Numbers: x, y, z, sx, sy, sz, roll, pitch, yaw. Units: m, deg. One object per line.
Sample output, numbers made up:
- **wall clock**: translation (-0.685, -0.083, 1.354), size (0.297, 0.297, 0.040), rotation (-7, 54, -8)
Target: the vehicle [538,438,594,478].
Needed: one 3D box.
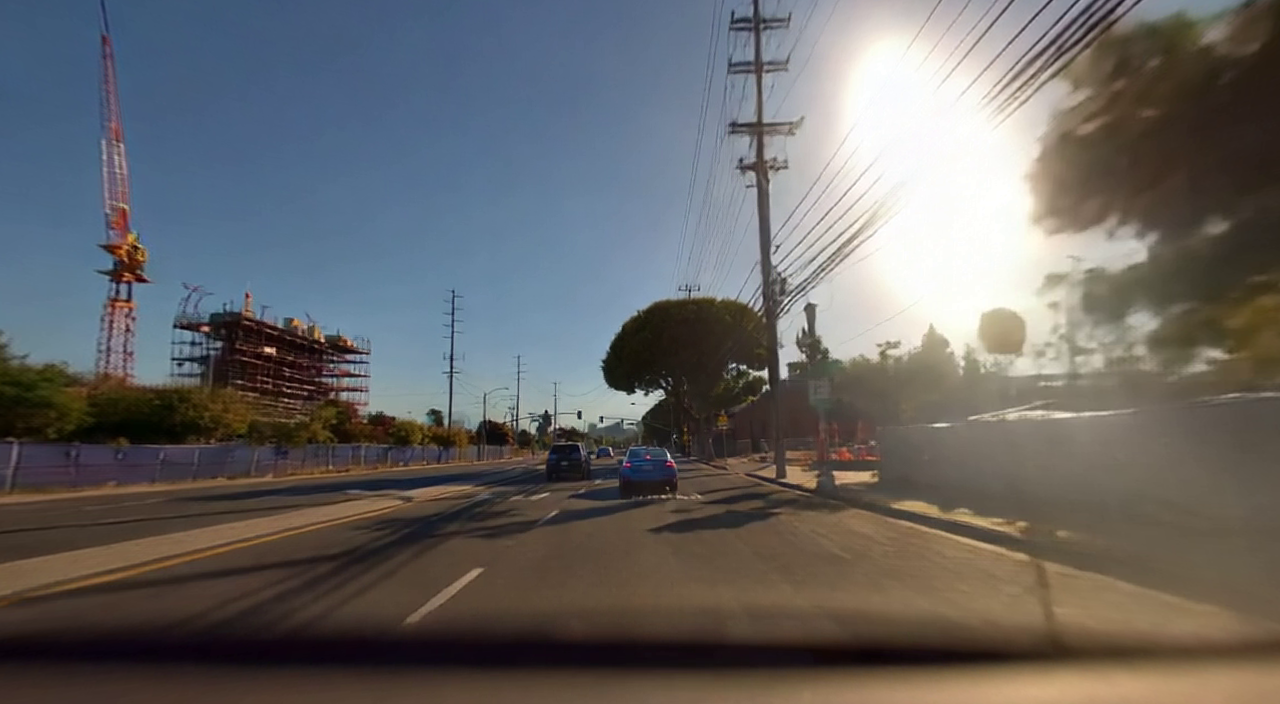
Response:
- **vehicle**: translation (-3.523, 5.119, 30.541), size (2.078, 1.804, 4.387), rotation (0, -8, 1)

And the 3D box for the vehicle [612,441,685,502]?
- **vehicle**: translation (0.236, 3.702, 19.920), size (2.059, 1.691, 3.980), rotation (0, -8, 0)
